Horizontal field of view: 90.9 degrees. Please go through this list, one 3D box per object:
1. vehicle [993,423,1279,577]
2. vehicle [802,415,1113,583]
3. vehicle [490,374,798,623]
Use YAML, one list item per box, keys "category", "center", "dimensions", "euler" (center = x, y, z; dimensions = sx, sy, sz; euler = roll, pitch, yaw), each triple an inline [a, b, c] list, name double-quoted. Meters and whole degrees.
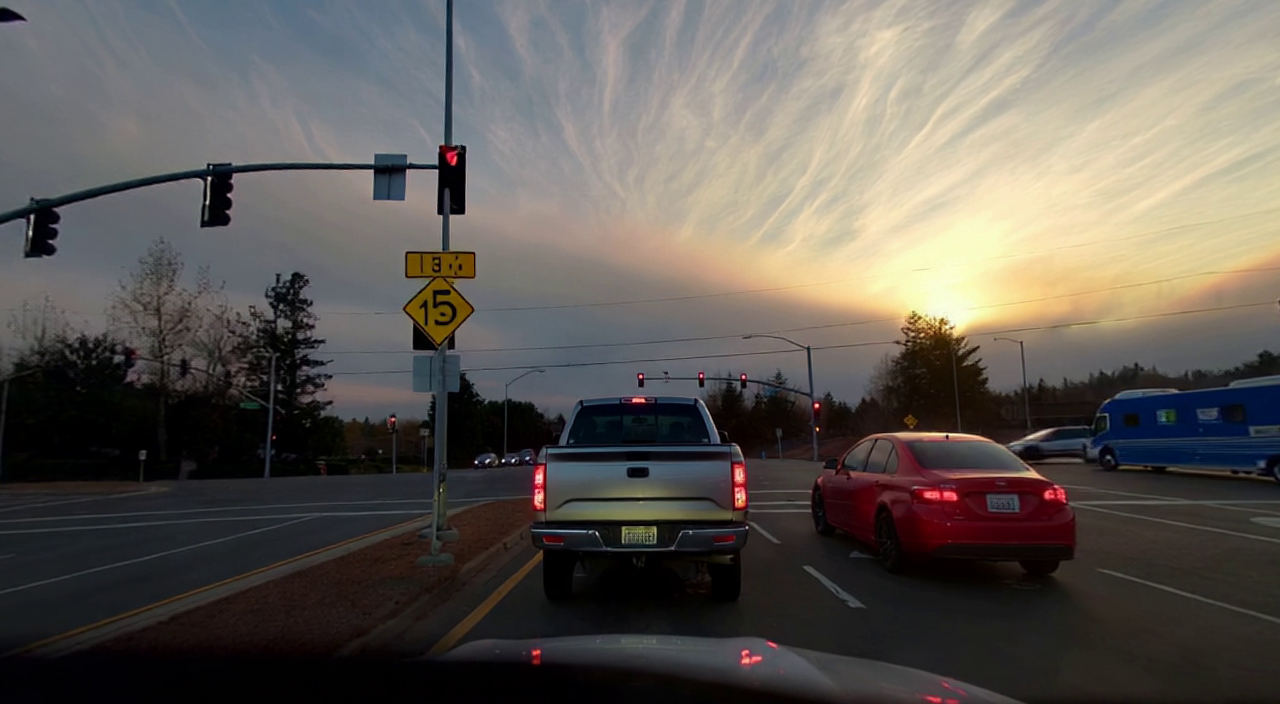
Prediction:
- category: "vehicle"
  center: [6.858, 1.744, 8.257]
  dimensions: [1.973, 1.470, 4.228]
  euler: [0, -8, 0]
- category: "vehicle"
  center: [3.598, 1.720, 8.174]
  dimensions: [1.981, 1.616, 4.006]
  euler: [0, -8, 1]
- category: "vehicle"
  center: [0.069, 1.474, 7.356]
  dimensions: [2.326, 1.880, 4.964]
  euler: [0, -8, 1]
